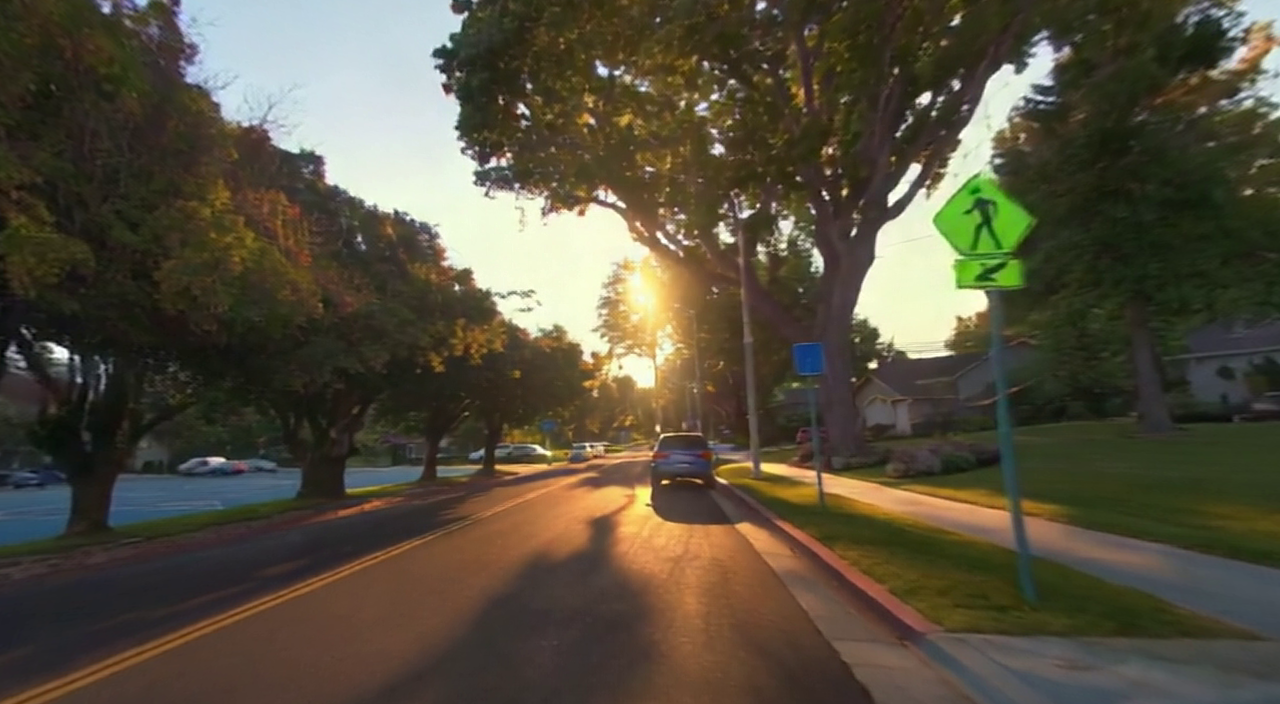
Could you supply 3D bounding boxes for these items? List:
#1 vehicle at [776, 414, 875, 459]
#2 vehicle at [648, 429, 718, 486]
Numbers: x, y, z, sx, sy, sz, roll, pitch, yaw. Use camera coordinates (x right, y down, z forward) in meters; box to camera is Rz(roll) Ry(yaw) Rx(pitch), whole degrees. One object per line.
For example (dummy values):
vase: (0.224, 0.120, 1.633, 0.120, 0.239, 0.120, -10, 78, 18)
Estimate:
vehicle: (9.071, 4.126, 30.898, 4.390, 1.696, 1.954, -2, -7, -29)
vehicle: (1.445, 3.682, 22.294, 2.204, 1.776, 4.262, -1, -8, 2)
